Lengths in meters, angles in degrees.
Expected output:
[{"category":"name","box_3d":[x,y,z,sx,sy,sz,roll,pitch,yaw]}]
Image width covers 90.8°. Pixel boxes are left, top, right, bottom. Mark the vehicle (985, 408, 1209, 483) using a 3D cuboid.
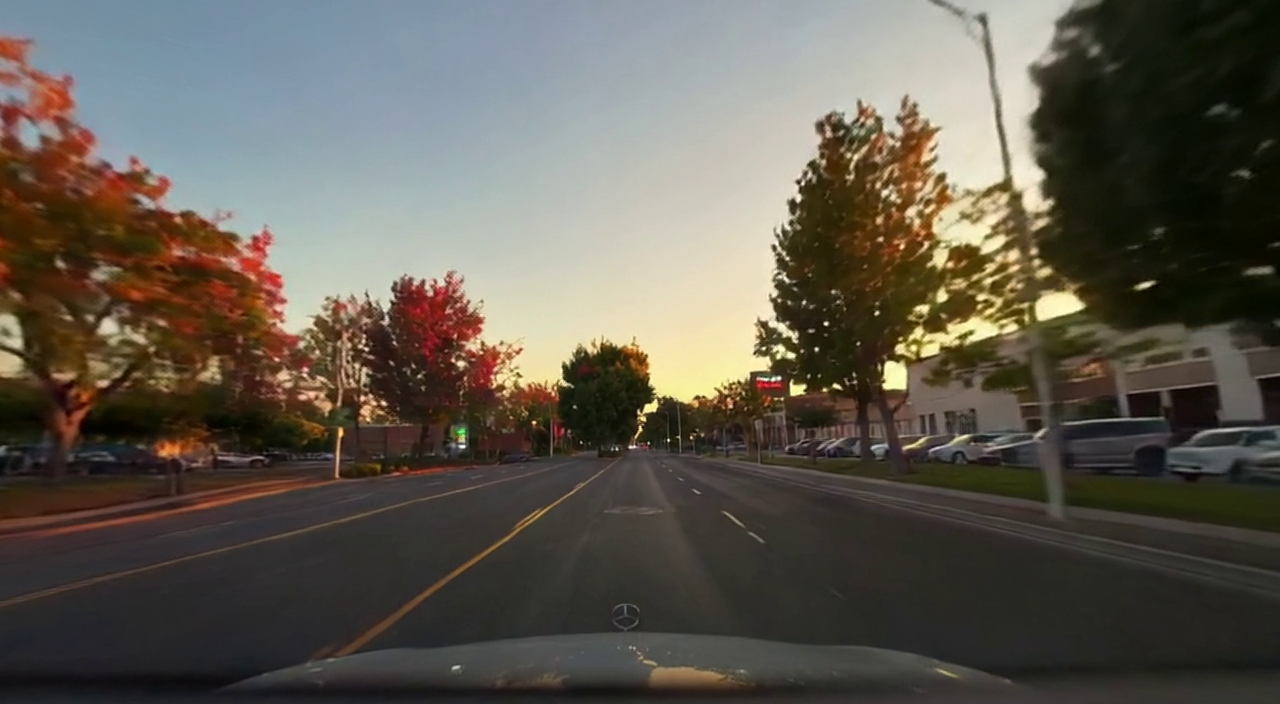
[{"category":"vehicle","box_3d":[15.665,3.236,21.948,5.797,2.052,2.329,-4,-9,0]}]
